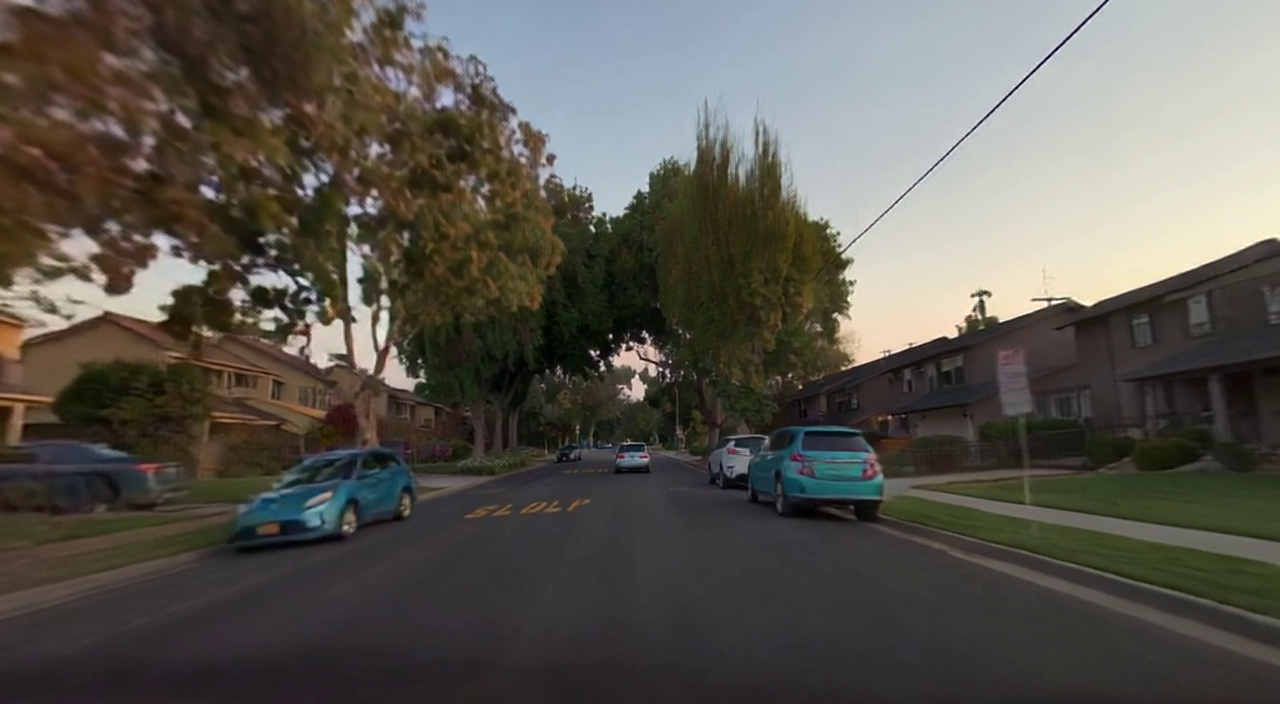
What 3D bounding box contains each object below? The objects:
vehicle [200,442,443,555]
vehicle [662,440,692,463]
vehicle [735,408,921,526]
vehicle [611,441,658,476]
[{"bbox_3d":[-5.319,2.439,11.421,1.984,1.498,4.508,-3,-8,2],"label":"vehicle"},{"bbox_3d":[2.863,7.757,49.324,1.978,1.690,4.306,0,-8,-1],"label":"vehicle"},{"bbox_3d":[3.533,2.297,13.143,2.221,1.960,4.927,0,-8,-1],"label":"vehicle"},{"bbox_3d":[-0.276,4.840,28.987,2.000,1.449,4.006,0,-8,-1],"label":"vehicle"}]
